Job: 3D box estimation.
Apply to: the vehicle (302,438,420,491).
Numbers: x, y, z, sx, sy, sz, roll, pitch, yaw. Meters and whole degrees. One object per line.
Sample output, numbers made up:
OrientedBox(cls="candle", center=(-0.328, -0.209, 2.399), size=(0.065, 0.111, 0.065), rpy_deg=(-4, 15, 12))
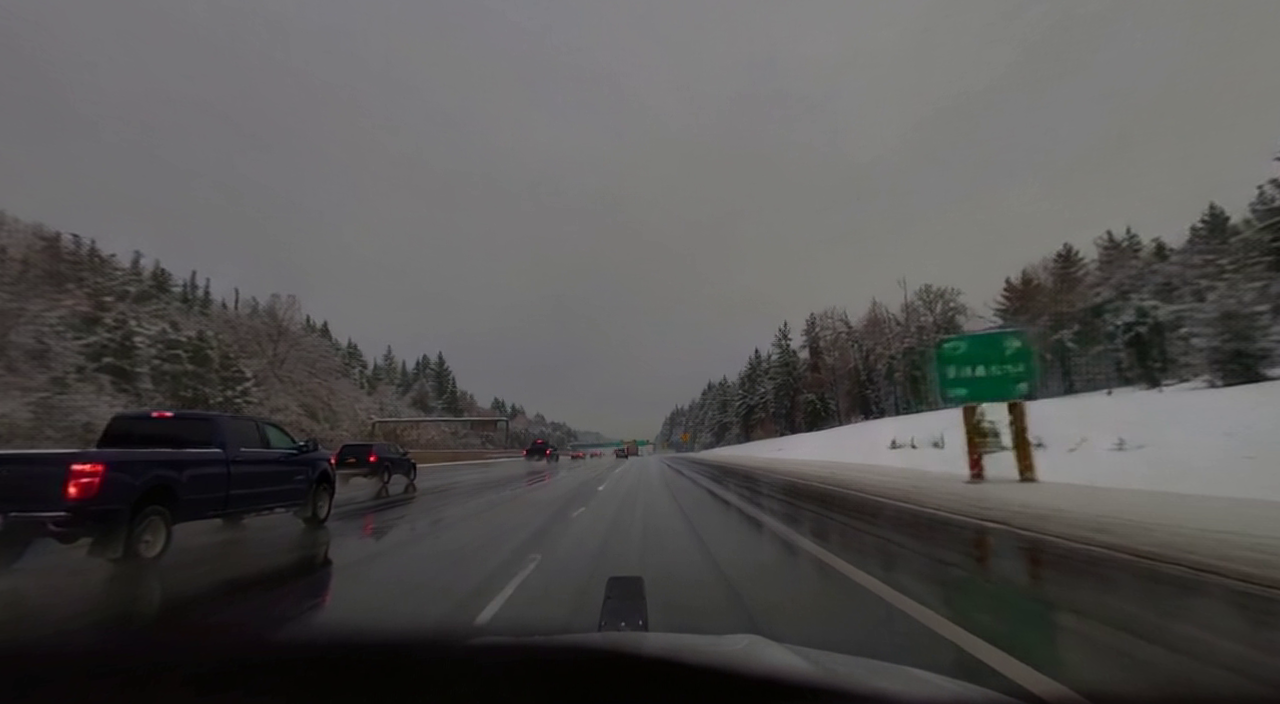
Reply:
OrientedBox(cls="vehicle", center=(-9.712, 3.924, 22.442), size=(2.060, 1.662, 4.469), rpy_deg=(0, -8, 1))

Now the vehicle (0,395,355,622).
OrientedBox(cls="vehicle", center=(-6.249, 1.667, 7.932), size=(2.403, 1.773, 6.276), rpy_deg=(0, -8, 0))

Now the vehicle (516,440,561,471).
OrientedBox(cls="vehicle", center=(-6.151, 6.302, 38.608), size=(2.009, 1.735, 4.358), rpy_deg=(0, -8, 0))
